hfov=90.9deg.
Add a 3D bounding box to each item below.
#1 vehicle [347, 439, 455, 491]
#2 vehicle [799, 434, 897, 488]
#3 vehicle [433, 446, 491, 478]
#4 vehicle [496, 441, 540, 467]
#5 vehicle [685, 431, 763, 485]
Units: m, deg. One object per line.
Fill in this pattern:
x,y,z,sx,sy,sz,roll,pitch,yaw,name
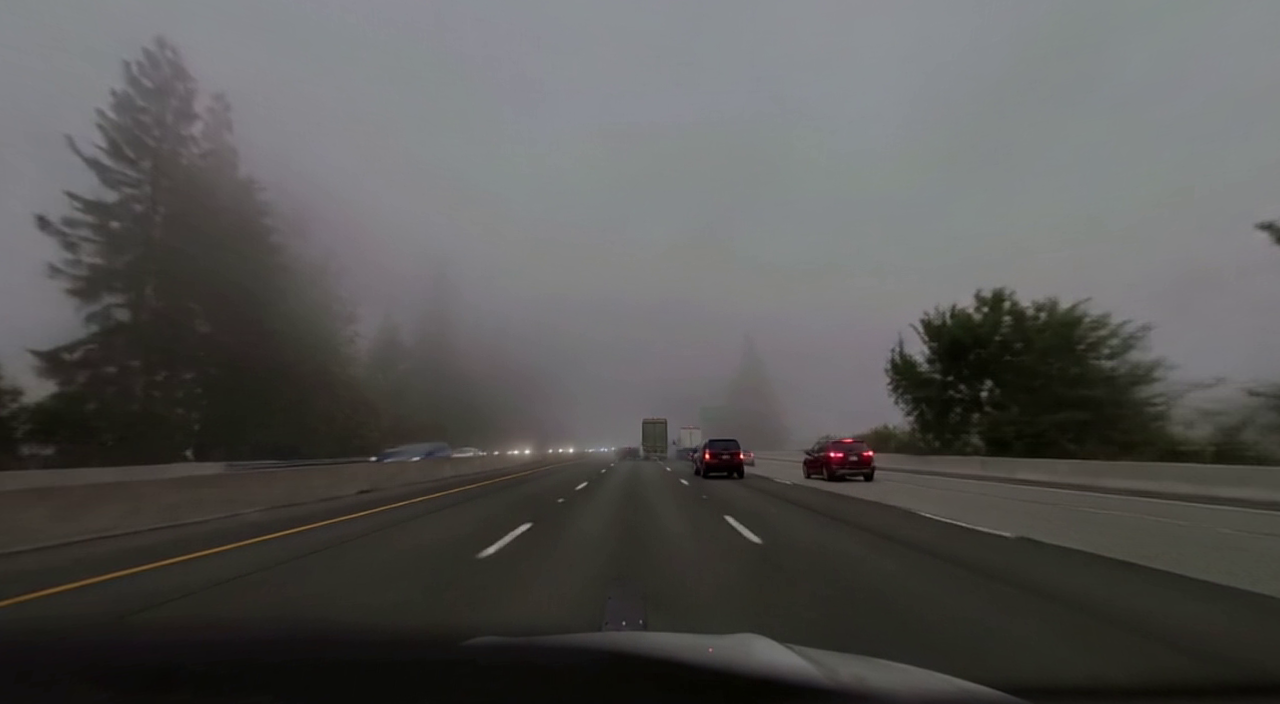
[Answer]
-7.985,3.789,21.552,1.942,1.600,4.288,0,-8,1,vehicle
7.290,3.854,22.647,1.976,1.703,4.288,0,-8,-1,vehicle
-8.685,5.365,31.015,1.833,1.441,3.593,0,-8,-1,vehicle
-8.485,7.134,44.288,2.112,1.672,4.433,0,-8,1,vehicle
3.089,4.019,24.254,2.209,1.862,4.717,0,-8,-2,vehicle
